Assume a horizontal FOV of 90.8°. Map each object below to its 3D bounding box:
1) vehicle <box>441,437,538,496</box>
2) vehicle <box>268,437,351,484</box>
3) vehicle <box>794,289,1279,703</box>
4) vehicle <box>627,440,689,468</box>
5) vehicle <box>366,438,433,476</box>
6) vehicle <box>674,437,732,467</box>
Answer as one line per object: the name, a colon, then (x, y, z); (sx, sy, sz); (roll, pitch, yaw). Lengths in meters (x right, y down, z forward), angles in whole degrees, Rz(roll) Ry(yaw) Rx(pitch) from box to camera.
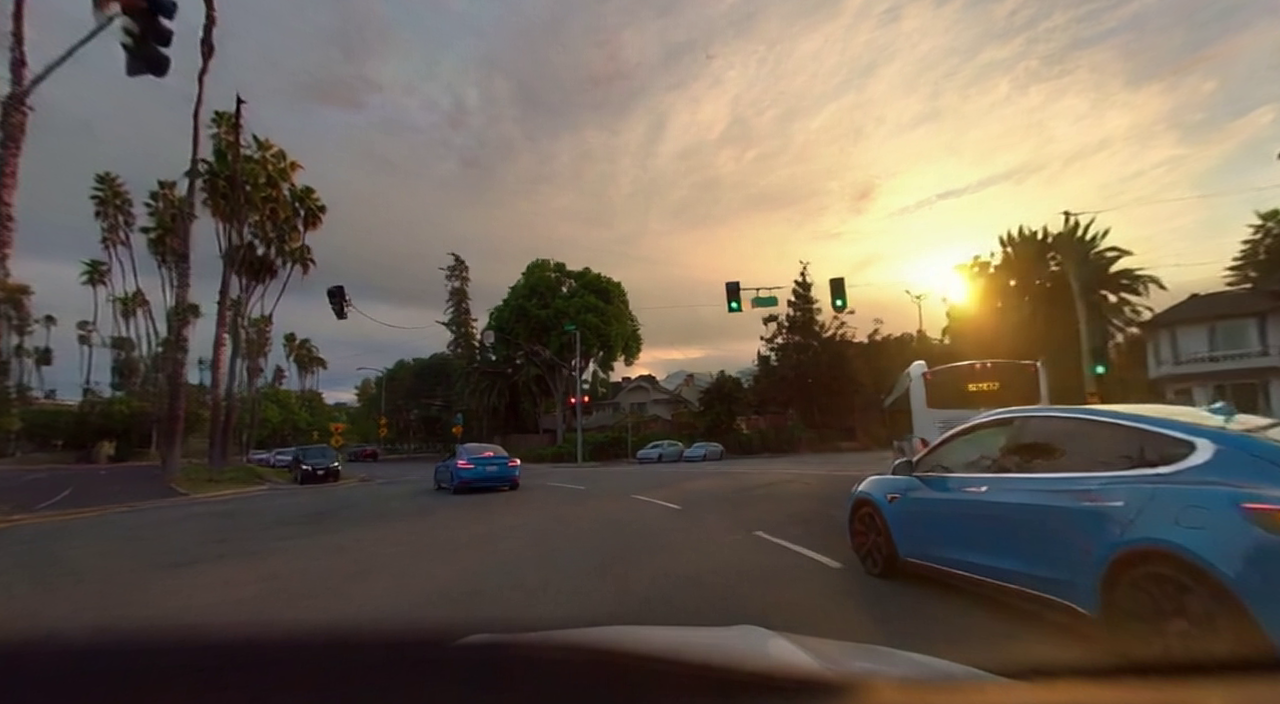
vehicle: (-5.102, 3.716, 20.972); (2.341, 1.709, 4.466); (3, -9, -23)
vehicle: (-15.155, 4.878, 28.784); (2.283, 1.878, 5.384); (6, -11, -38)
vehicle: (3.033, 1.062, 4.577); (2.205, 1.803, 5.135); (0, -8, -4)
vehicle: (1.250, 6.695, 41.612); (2.290, 1.688, 5.224); (-5, -10, 22)
vehicle: (-13.221, 5.683, 34.549); (2.272, 1.891, 4.562); (6, -10, -35)
vehicle: (3.967, 6.105, 38.818); (2.122, 1.730, 5.138); (-4, -9, 22)
